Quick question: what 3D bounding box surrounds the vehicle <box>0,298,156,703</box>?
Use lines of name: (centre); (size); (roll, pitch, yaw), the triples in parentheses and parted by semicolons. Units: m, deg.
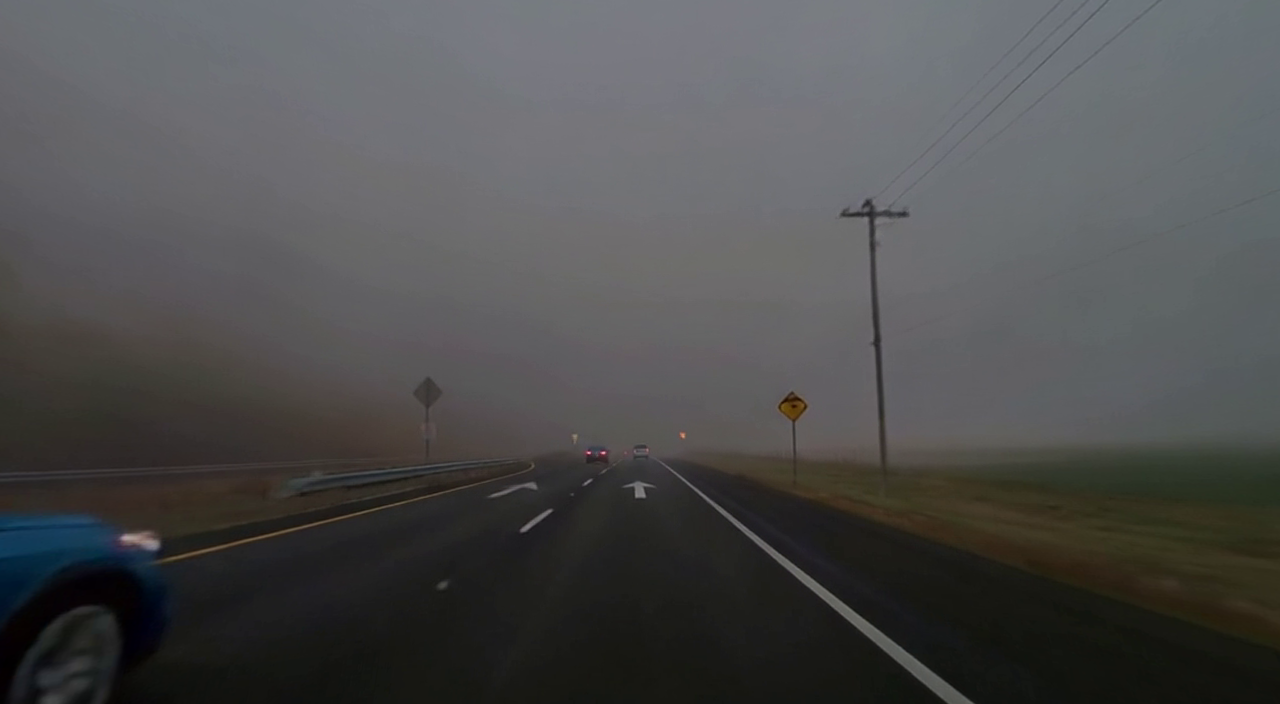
vehicle: (-3.483, 0.477, 0.667); (2.173, 1.863, 4.786); (0, -9, -1)
